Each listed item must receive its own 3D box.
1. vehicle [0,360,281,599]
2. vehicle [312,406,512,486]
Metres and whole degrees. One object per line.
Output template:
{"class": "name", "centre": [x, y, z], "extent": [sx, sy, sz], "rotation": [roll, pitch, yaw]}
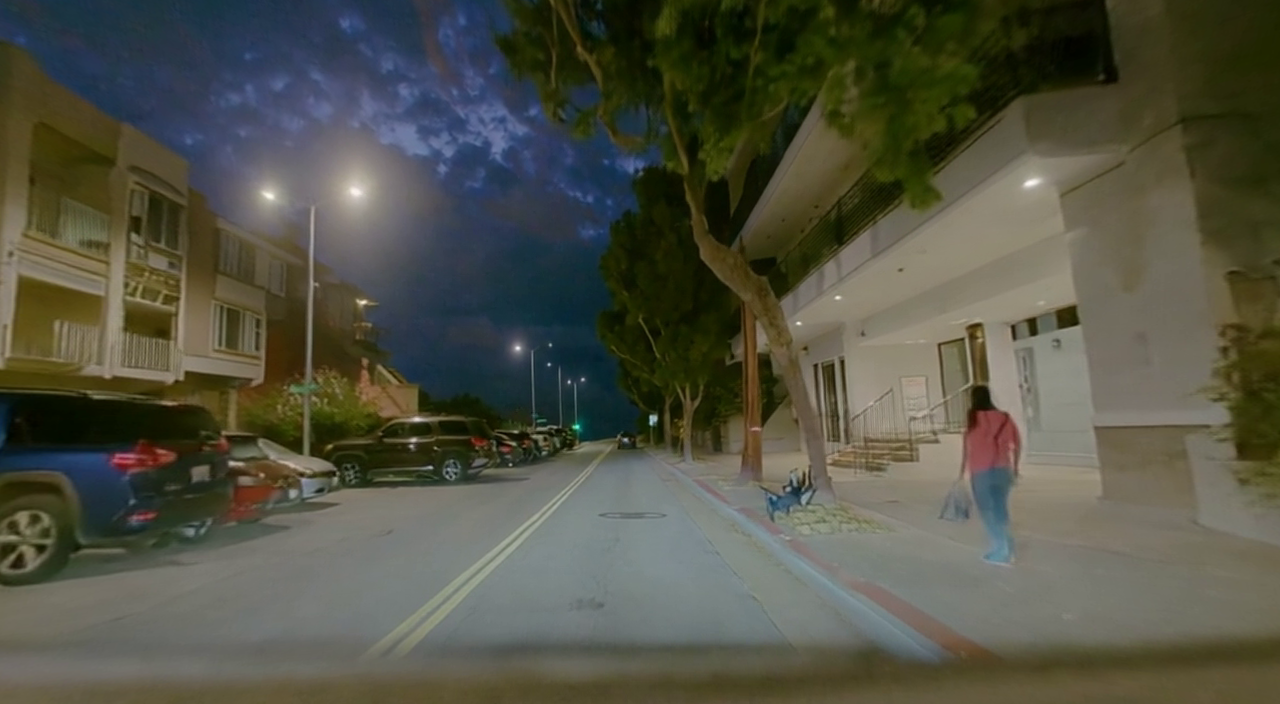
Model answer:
{"class": "vehicle", "centre": [-7.475, 1.278, 6.730], "extent": [5.824, 2.125, 2.233], "rotation": [0, -8, -3]}
{"class": "vehicle", "centre": [-7.305, 3.091, 20.861], "extent": [5.592, 2.439, 2.515], "rotation": [0, -8, -1]}
